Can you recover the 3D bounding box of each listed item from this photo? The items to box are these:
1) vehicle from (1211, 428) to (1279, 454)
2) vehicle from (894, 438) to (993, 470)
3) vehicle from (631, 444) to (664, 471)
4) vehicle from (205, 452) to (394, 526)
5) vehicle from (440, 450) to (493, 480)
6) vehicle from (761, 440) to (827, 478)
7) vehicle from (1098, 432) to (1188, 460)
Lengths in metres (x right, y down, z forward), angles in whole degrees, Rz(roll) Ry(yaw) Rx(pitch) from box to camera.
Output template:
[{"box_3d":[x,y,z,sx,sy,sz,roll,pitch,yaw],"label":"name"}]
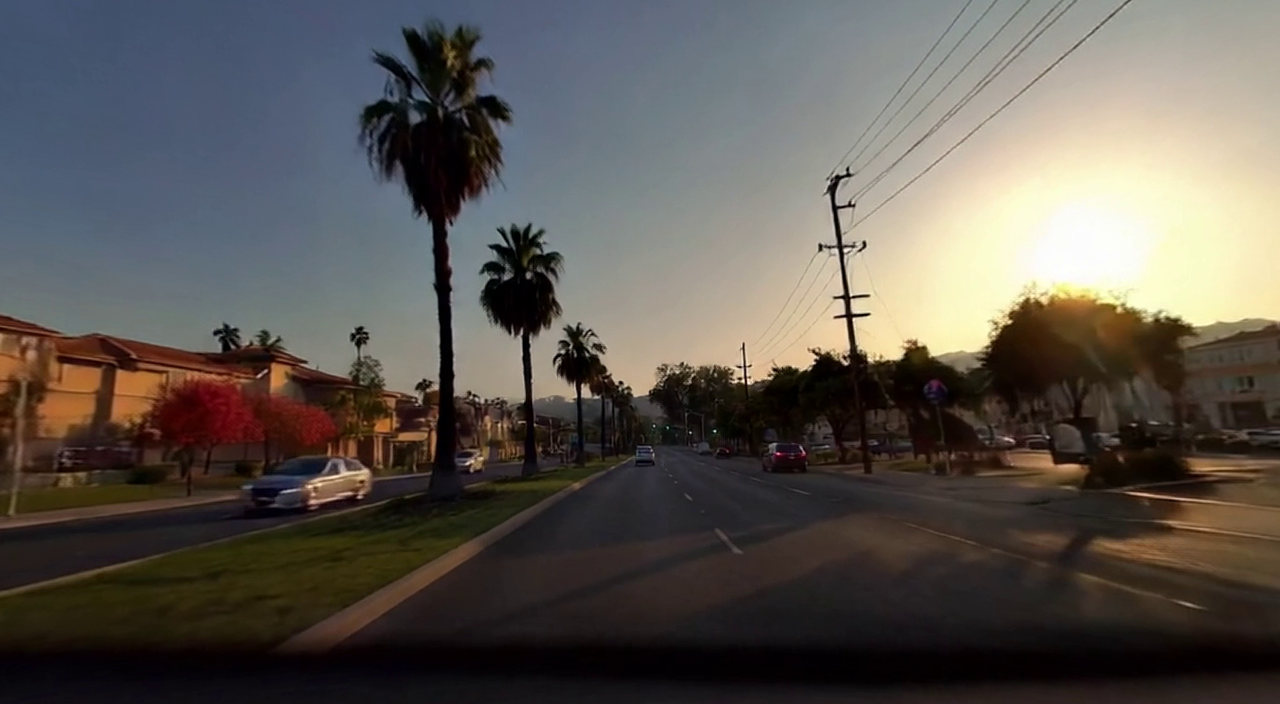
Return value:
[{"box_3d":[41.291,5.994,42.254,1.846,1.624,4.199,0,-9,-2],"label":"vehicle"},{"box_3d":[18.890,6.353,39.360,5.097,1.689,1.958,-2,-6,0],"label":"vehicle"},{"box_3d":[0.556,7.271,43.549,2.138,1.702,4.168,0,-9,2],"label":"vehicle"},{"box_3d":[-8.183,3.300,15.790,2.158,1.532,4.609,0,-9,0],"label":"vehicle"},{"box_3d":[-11.148,7.270,40.866,2.057,1.766,4.793,0,-9,0],"label":"vehicle"},{"box_3d":[7.450,5.214,30.961,2.252,1.718,4.617,0,-9,2],"label":"vehicle"},{"box_3d":[33.191,6.218,41.617,4.194,1.724,1.946,0,-9,2],"label":"vehicle"}]
